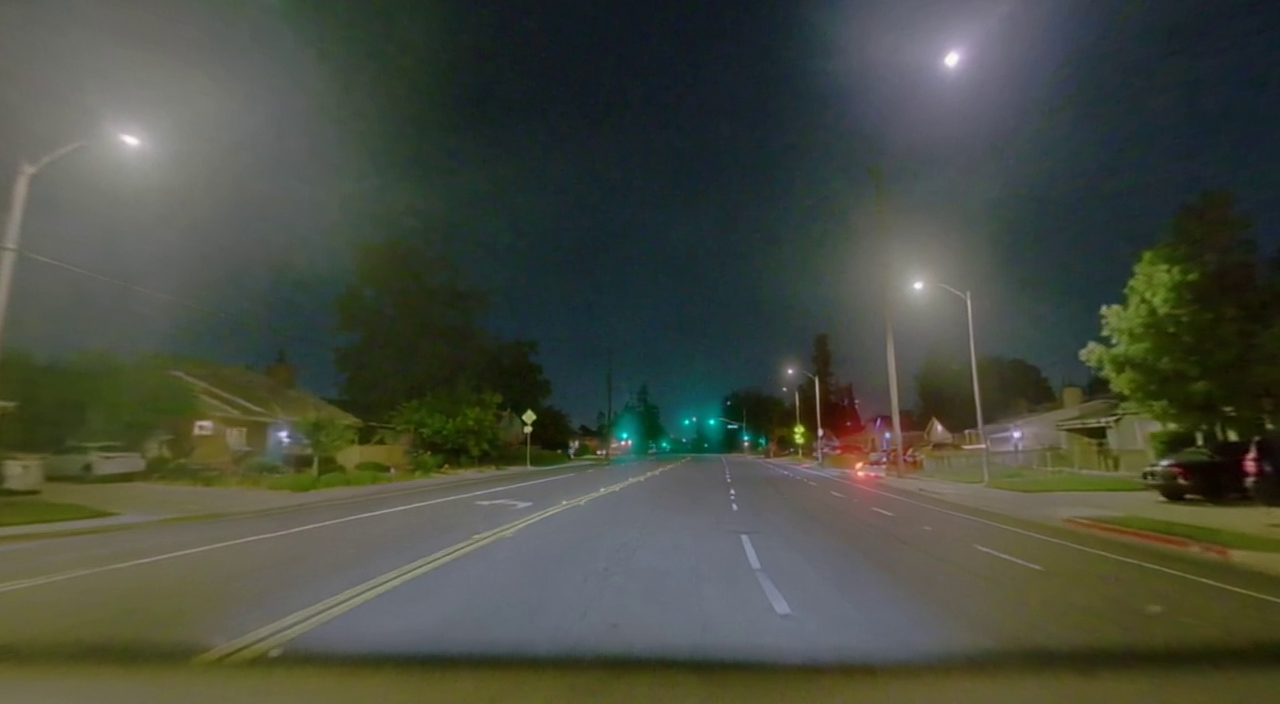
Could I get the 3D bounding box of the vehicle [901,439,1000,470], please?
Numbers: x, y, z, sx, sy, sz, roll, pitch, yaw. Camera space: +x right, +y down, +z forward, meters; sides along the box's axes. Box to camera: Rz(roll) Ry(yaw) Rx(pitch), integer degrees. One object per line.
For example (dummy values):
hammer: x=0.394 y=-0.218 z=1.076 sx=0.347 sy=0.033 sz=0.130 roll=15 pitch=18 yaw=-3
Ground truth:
vehicle: x=18.849 y=6.230 z=38.557 sx=4.854 sy=1.803 sz=2.179 roll=0 pitch=-9 yaw=2

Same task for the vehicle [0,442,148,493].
vehicle: x=-19.169 y=3.763 z=21.029 sx=1.786 sy=1.500 sz=4.021 roll=-2 pitch=-9 yaw=13

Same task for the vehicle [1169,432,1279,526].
vehicle: x=14.886 y=2.707 z=13.666 sx=4.691 sy=1.872 sz=2.147 roll=-1 pitch=-9 yaw=6
